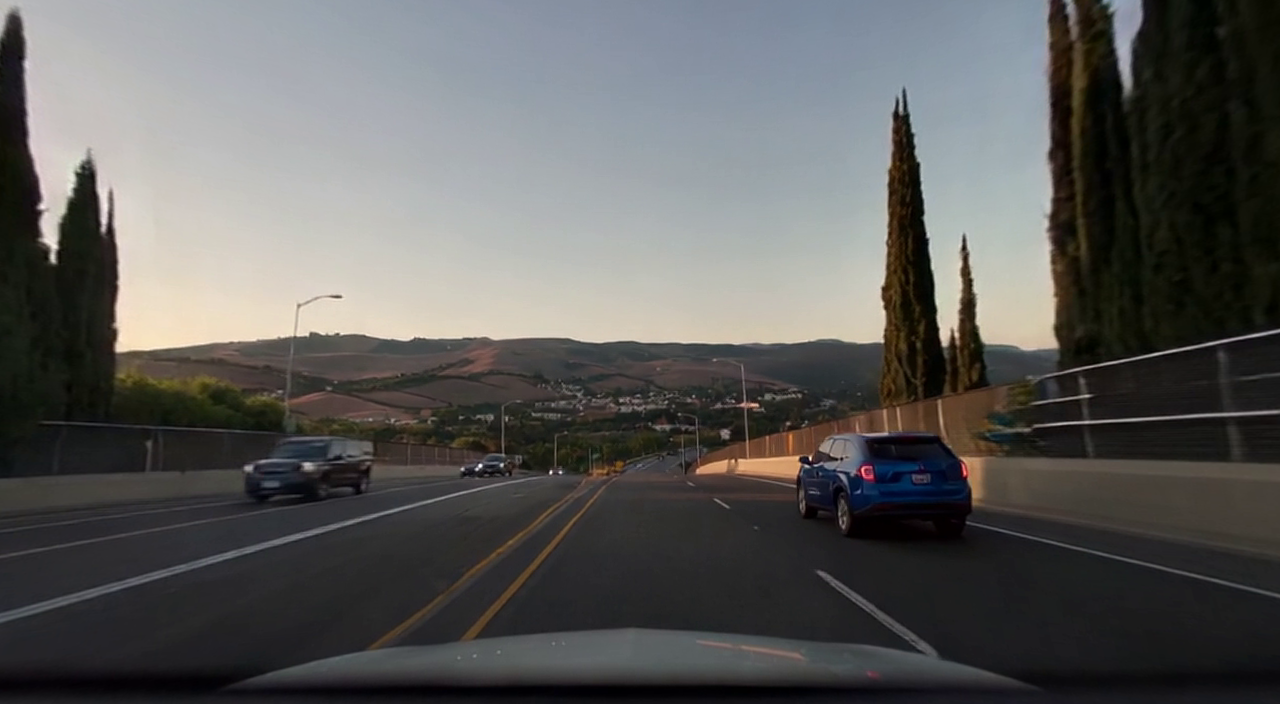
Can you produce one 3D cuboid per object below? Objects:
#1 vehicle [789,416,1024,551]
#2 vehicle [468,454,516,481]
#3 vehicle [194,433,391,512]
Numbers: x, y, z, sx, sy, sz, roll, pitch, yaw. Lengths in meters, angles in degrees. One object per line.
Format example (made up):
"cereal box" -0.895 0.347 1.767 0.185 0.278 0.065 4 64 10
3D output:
"vehicle" 3.994 2.034 10.444 1.989 1.730 4.324 -1 -8 1
"vehicle" -10.403 8.129 44.695 2.144 1.762 4.604 -1 -8 1
"vehicle" -10.364 3.618 19.667 2.597 2.034 6.006 -1 -8 1
